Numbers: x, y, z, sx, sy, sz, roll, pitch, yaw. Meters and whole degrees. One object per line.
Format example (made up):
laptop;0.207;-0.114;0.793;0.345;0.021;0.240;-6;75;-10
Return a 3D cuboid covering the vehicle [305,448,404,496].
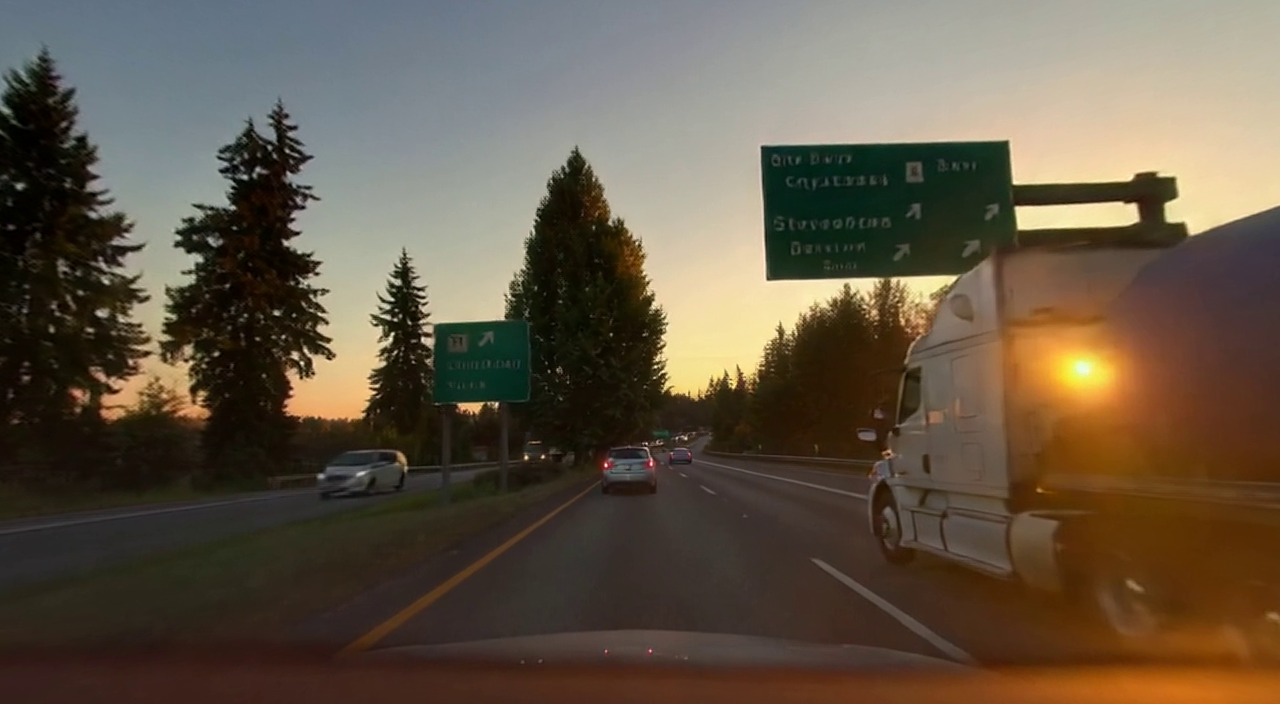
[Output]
vehicle;-11.933;4.994;26.757;2.063;1.828;4.416;0;-9;1

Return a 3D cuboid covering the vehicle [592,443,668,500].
vehicle;-0.271;3.477;18.671;2.003;1.490;3.636;0;-9;0

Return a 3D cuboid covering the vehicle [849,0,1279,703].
vehicle;3.872;-0.039;3.850;3.001;3.728;5.947;0;-9;-1
